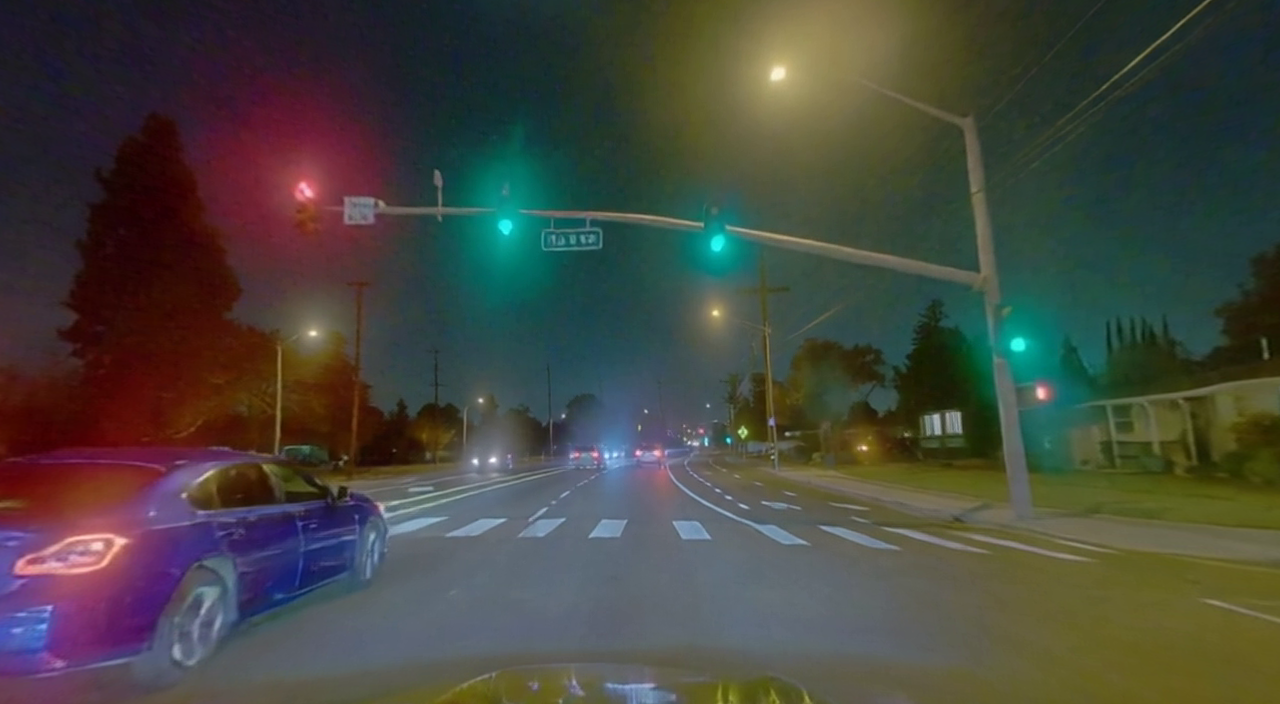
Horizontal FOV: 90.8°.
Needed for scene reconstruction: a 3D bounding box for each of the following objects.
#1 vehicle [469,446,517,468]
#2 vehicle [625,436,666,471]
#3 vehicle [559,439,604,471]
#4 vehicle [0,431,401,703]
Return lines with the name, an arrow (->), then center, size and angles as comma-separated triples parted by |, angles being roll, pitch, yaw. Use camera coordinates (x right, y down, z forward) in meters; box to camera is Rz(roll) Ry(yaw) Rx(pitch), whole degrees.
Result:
vehicle -> -10.355, 7.393, 44.831 | 2.008, 1.446, 4.586 | -1, -8, 4
vehicle -> 0.377, 5.792, 36.217 | 2.155, 1.836, 4.250 | 0, -8, 3
vehicle -> -3.213, 5.739, 35.452 | 1.899, 1.685, 4.121 | 0, -8, 3
vehicle -> -3.642, 1.356, 4.784 | 1.901, 1.409, 4.442 | 0, -8, 0
